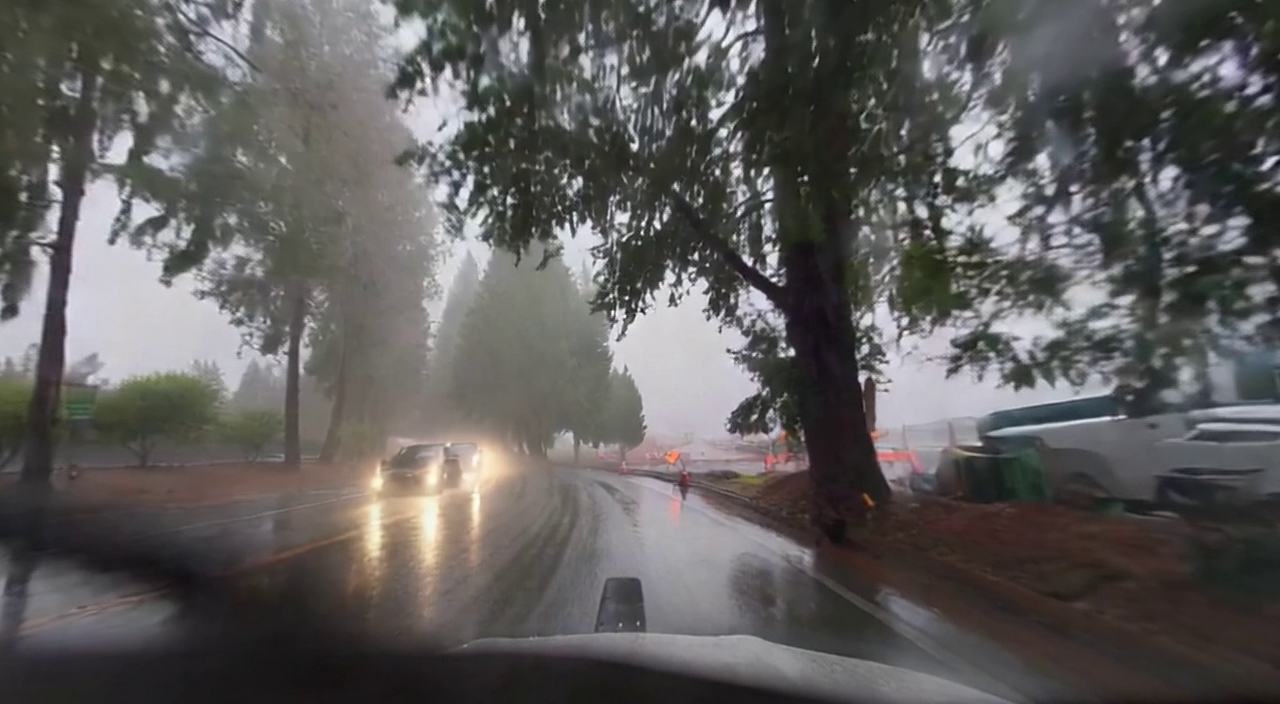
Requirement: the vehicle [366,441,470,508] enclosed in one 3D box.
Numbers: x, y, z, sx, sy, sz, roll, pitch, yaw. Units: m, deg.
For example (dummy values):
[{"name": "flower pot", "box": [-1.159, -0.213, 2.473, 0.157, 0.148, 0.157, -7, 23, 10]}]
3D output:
[{"name": "vehicle", "box": [-6.866, 3.779, 20.055, 2.019, 1.840, 4.437, 0, -9, -5]}]
